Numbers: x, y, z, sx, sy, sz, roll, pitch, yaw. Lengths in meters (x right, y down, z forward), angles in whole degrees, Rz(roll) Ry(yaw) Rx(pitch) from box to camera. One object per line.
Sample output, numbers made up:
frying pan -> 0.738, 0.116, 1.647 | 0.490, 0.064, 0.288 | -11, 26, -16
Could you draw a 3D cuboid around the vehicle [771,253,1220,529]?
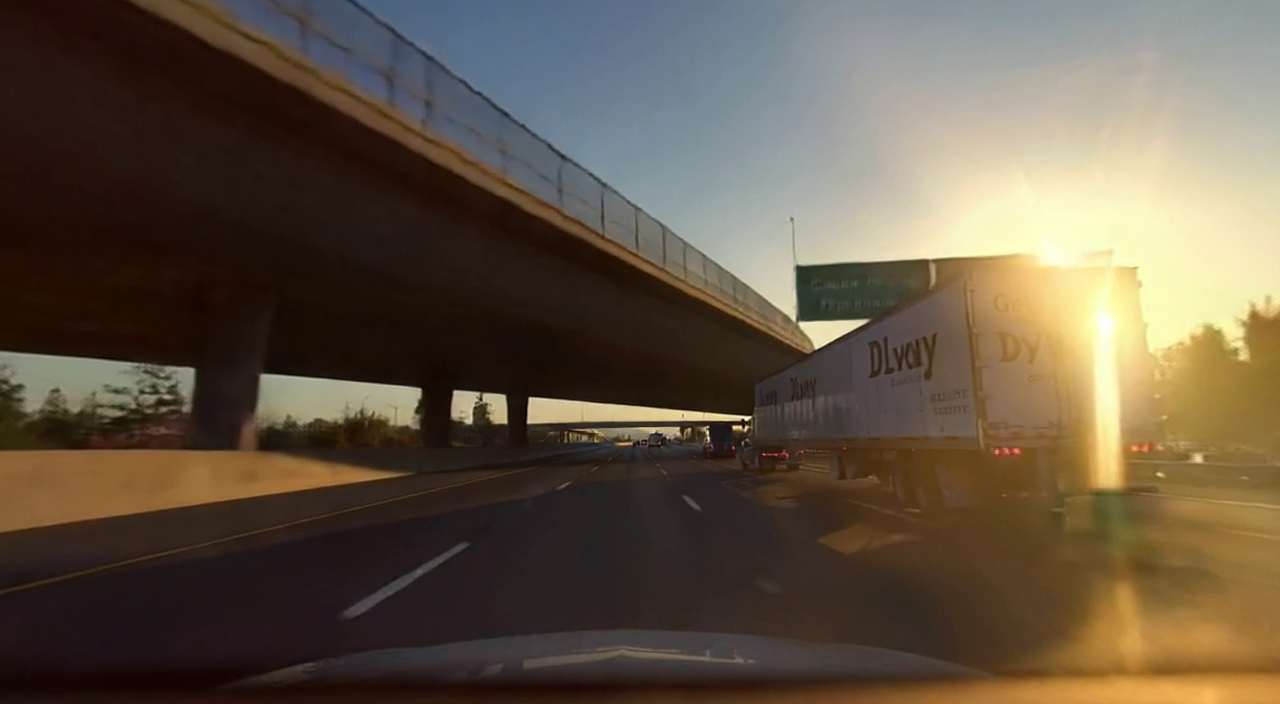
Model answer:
vehicle -> 6.662, 1.675, 17.098 | 2.962, 3.947, 16.241 | 0, -8, 1
